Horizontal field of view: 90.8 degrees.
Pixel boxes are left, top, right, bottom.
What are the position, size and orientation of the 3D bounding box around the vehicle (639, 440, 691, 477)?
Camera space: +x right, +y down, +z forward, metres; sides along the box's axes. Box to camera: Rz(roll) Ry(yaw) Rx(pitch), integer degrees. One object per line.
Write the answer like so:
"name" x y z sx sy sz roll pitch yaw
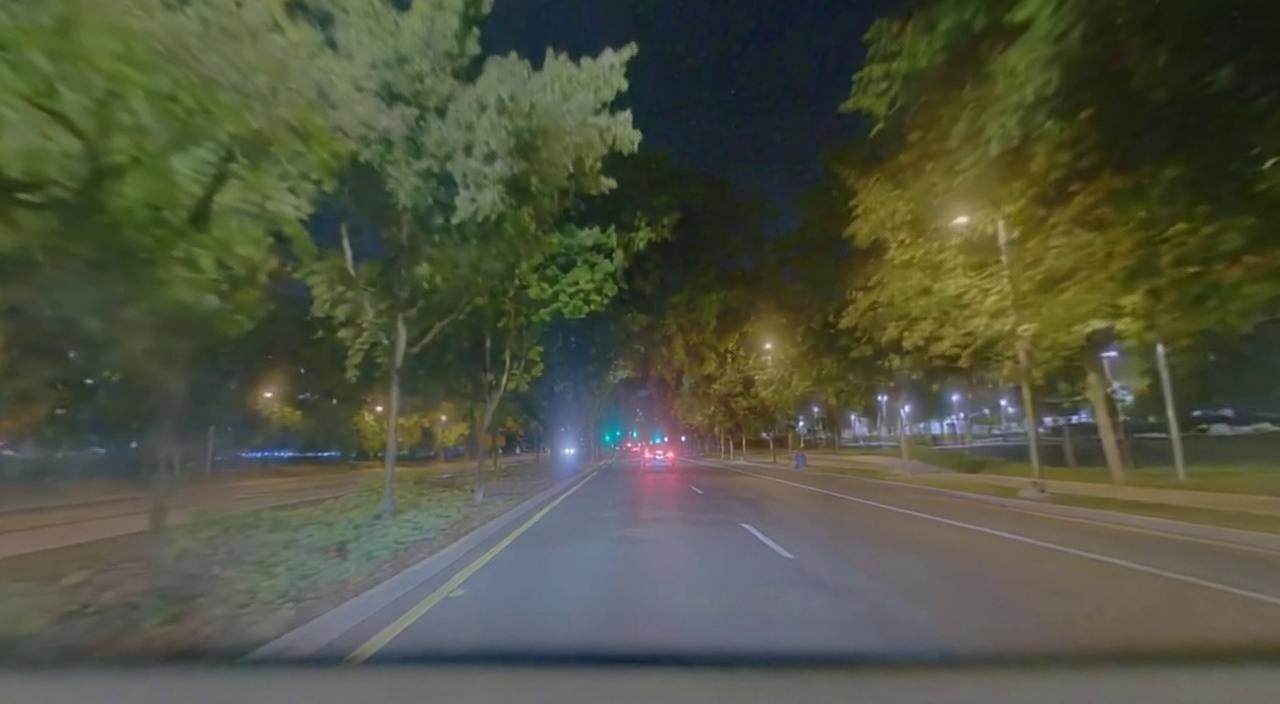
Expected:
"vehicle" 1.046 4.884 29.297 2.048 1.584 4.393 0 -8 -2
